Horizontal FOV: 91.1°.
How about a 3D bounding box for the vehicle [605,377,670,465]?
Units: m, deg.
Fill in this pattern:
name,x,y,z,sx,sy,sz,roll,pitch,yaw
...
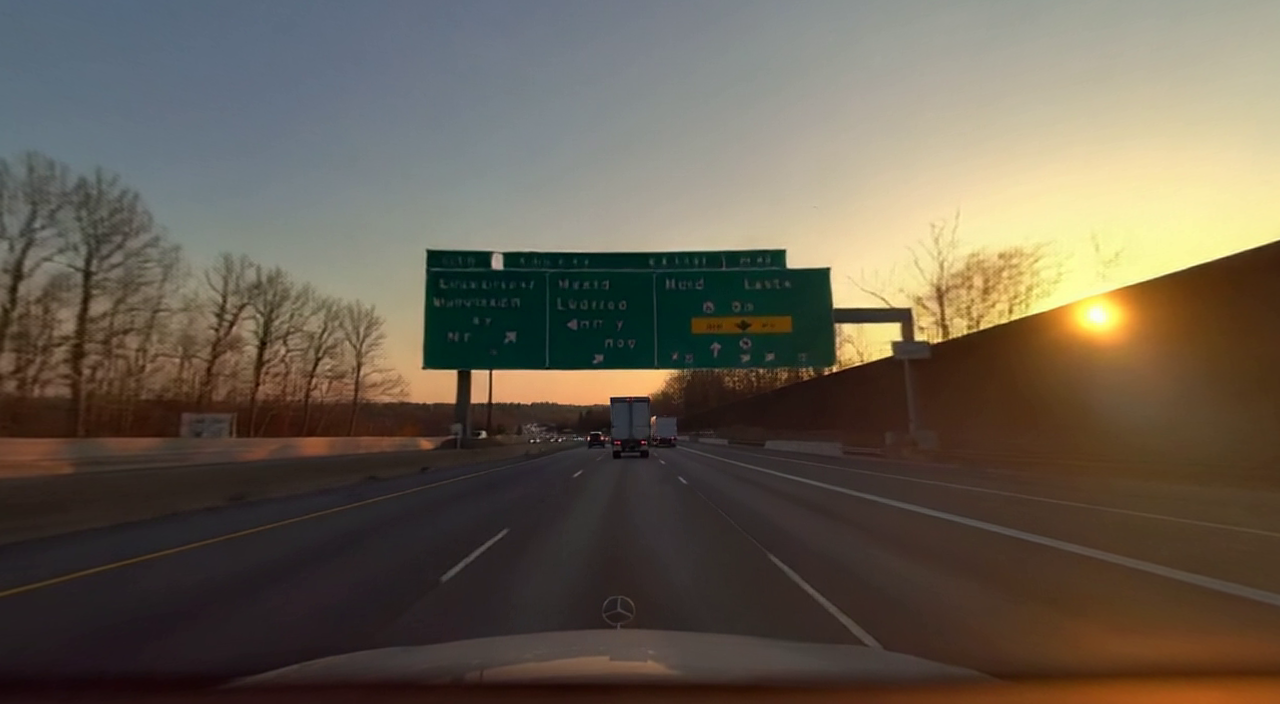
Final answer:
name,x,y,z,sx,sy,sz,roll,pitch,yaw
vehicle,-0.230,4.259,37.086,2.965,3.972,16.689,0,-8,-1
